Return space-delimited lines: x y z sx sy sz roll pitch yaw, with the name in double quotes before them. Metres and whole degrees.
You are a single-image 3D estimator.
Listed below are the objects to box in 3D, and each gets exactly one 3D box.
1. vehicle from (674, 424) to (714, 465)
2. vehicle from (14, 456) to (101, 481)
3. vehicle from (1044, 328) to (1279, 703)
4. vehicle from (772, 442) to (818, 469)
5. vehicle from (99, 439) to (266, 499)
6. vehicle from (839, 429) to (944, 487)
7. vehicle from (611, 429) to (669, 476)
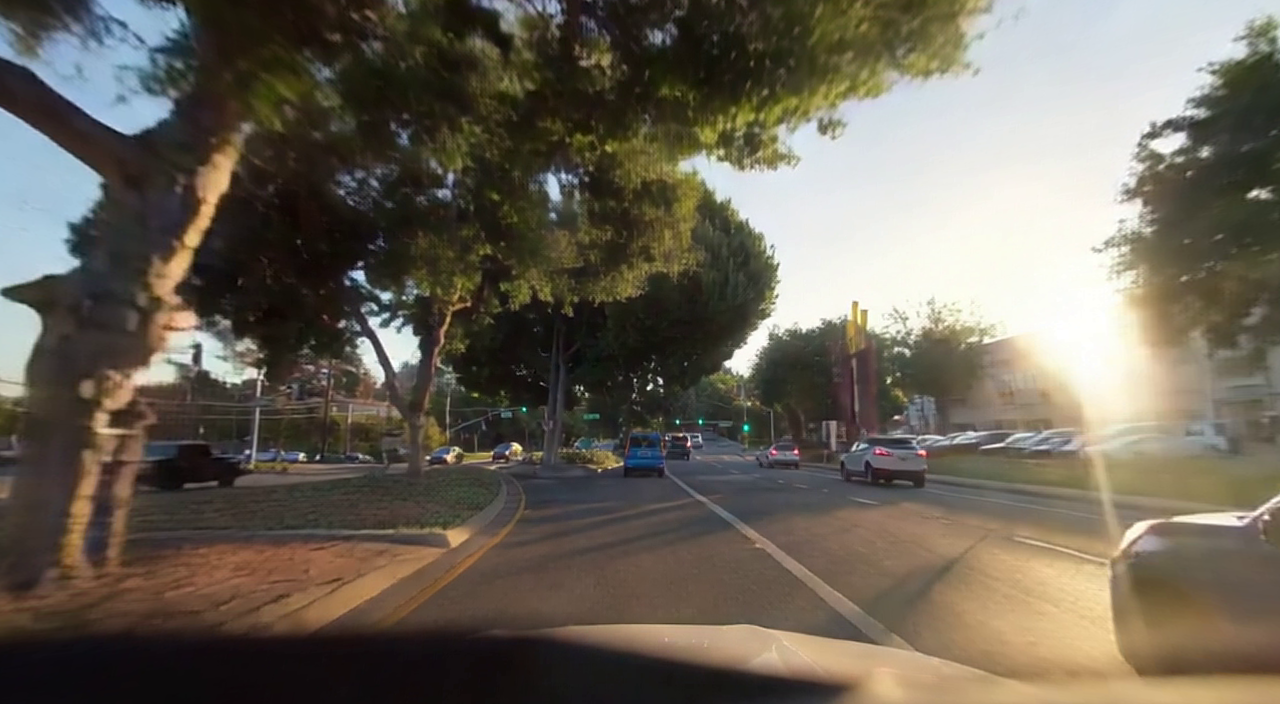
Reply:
"vehicle" 3.620 6.310 43.121 2.239 2.586 4.586 0 -8 -1
"vehicle" -45.251 9.013 49.206 2.009 1.766 4.873 -1 -9 2
"vehicle" 3.458 0.642 1.478 2.076 1.716 4.416 0 -8 0
"vehicle" 9.347 6.271 38.393 1.879 1.517 4.006 0 -8 1
"vehicle" -14.455 3.732 20.381 2.136 1.676 4.371 -1 -9 -1
"vehicle" 8.575 3.648 22.023 1.977 1.786 4.344 0 -8 2
"vehicle" -0.045 4.575 28.909 2.402 1.938 4.535 0 -8 -1
